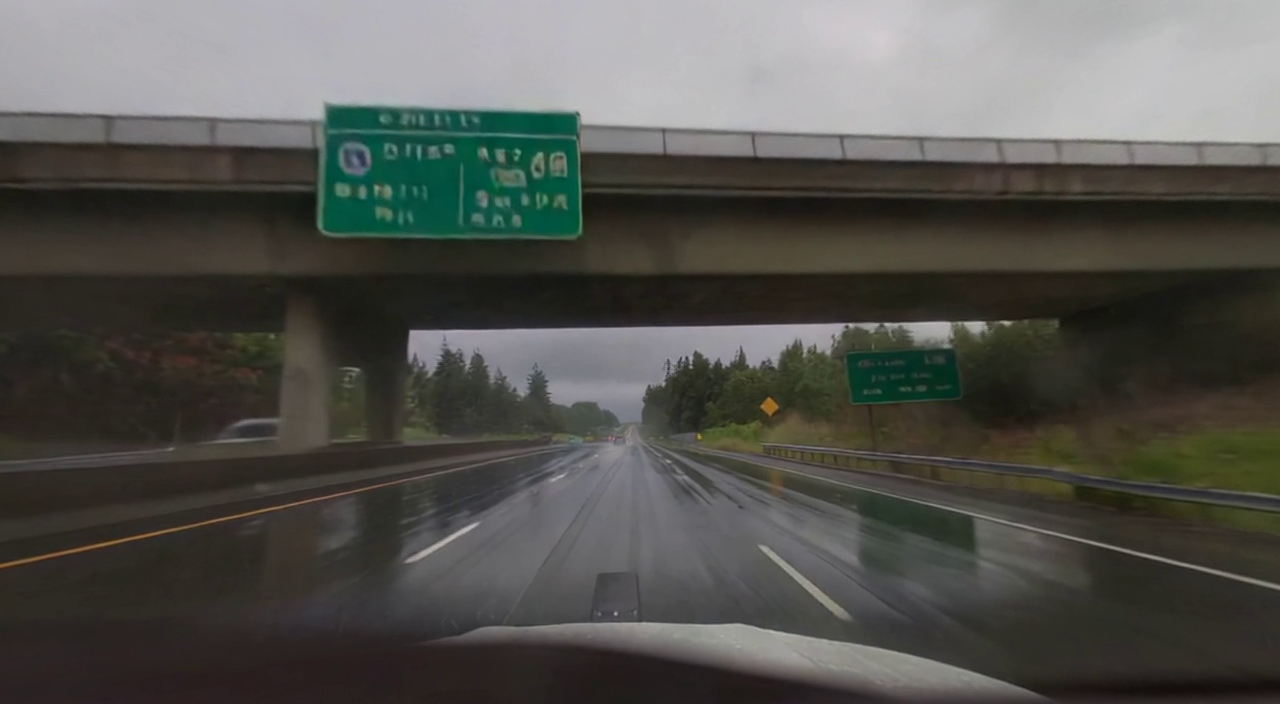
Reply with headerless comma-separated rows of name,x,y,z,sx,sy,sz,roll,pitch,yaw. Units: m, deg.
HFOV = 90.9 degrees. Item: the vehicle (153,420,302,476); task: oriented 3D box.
vehicle,-13.182,3.090,20.532,1.869,1.601,4.415,0,-8,0
